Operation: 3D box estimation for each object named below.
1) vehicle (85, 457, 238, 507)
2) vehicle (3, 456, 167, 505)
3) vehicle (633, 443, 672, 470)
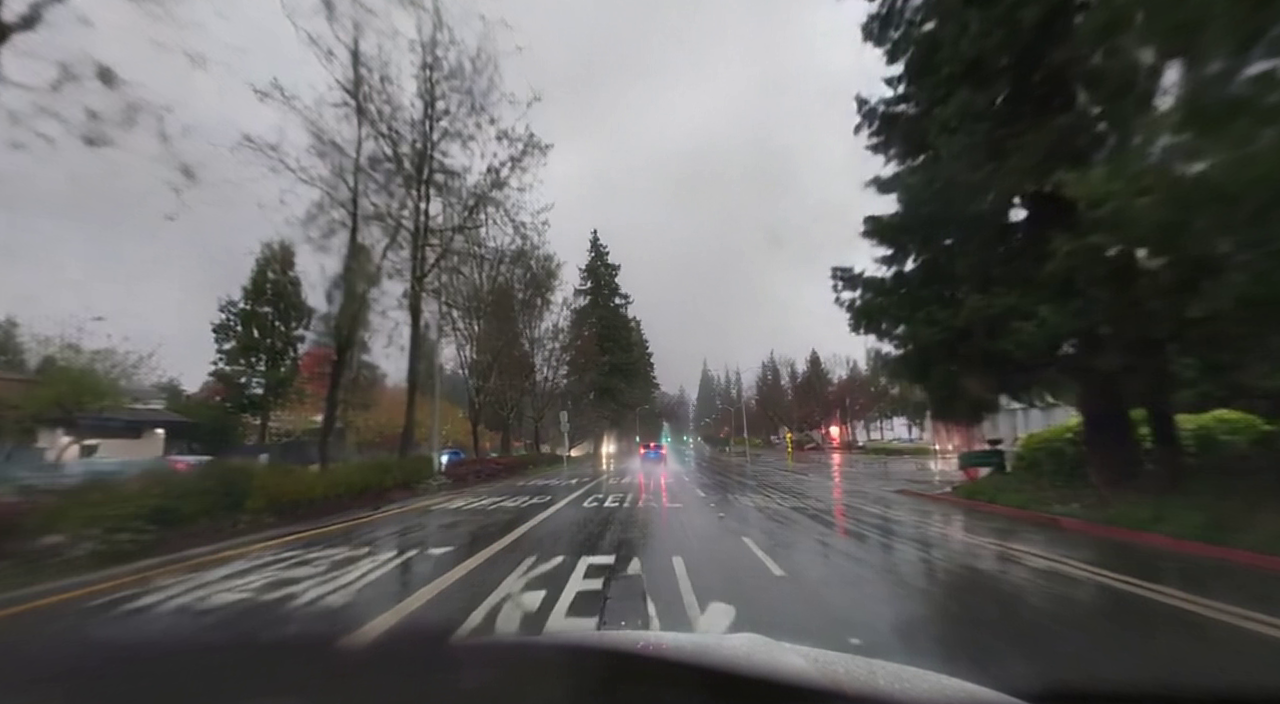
[{"bbox_3d":[-16.622,4.501,22.166,1.824,1.462,4.520,0,-9,1],"label":"vehicle"},{"bbox_3d":[-20.715,4.773,23.782,1.936,1.611,4.584,0,-9,1],"label":"vehicle"},{"bbox_3d":[0.767,6.210,37.547,2.144,1.505,4.128,0,-9,2],"label":"vehicle"}]
